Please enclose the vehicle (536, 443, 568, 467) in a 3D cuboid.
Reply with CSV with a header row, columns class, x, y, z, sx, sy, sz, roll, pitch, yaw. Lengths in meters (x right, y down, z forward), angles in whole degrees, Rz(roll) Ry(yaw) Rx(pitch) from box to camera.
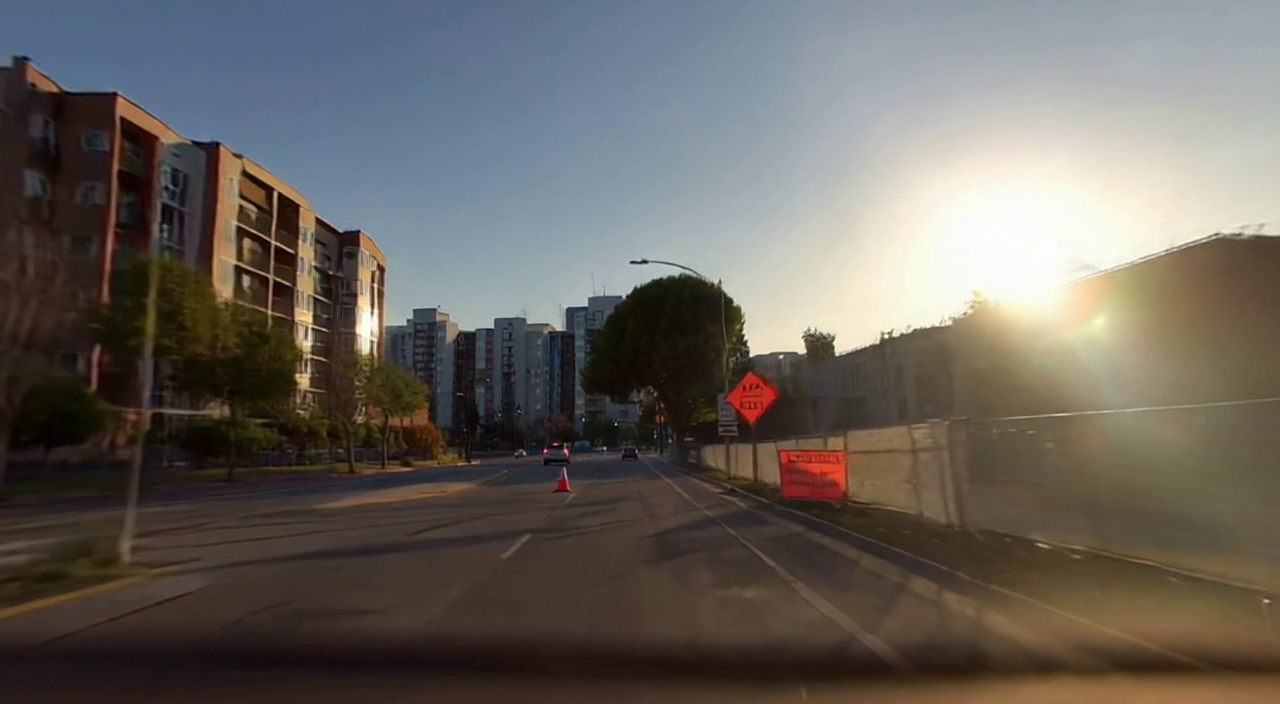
class,x,y,z,sx,sy,sz,roll,pitch,yaw
vehicle,-6.501,7.675,47.275,2.076,1.724,4.188,0,-9,-4
